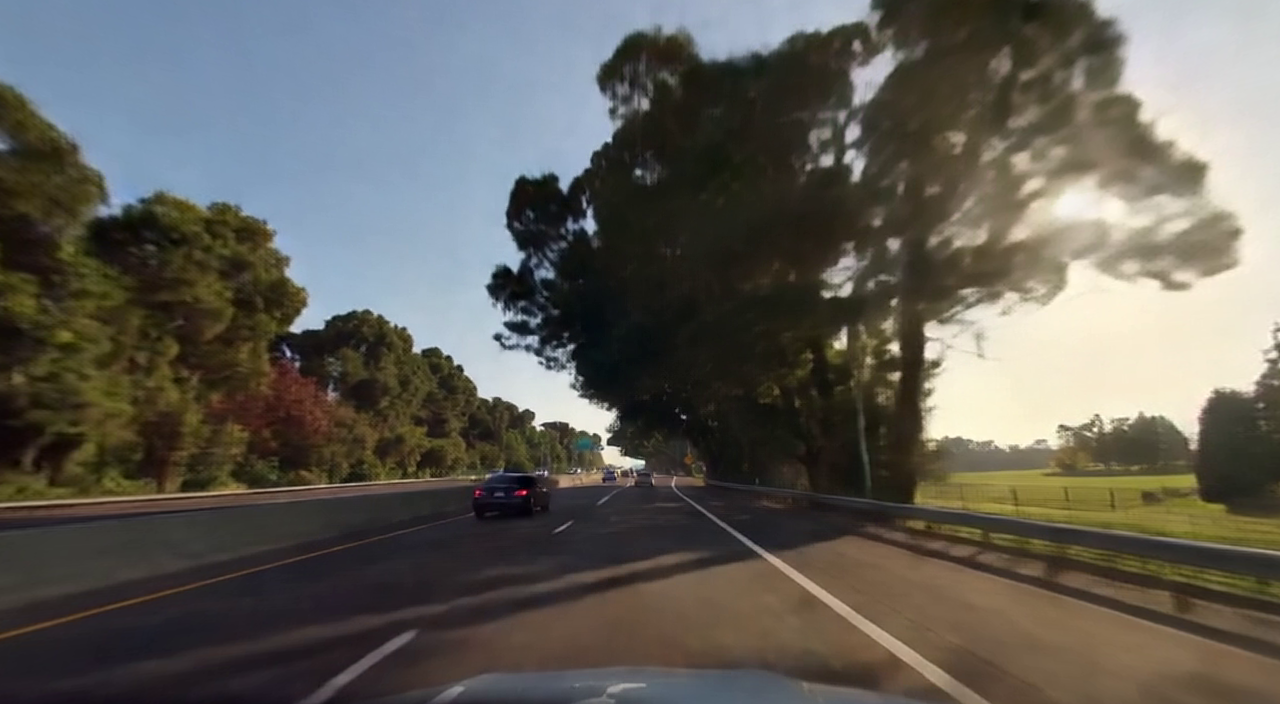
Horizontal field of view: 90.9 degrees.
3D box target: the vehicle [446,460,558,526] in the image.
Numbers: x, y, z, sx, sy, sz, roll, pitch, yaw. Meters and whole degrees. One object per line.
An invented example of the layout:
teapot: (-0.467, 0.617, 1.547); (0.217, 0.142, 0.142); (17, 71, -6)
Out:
vehicle: (-3.620, 3.825, 17.439); (2.047, 1.523, 4.279); (1, -11, 1)
